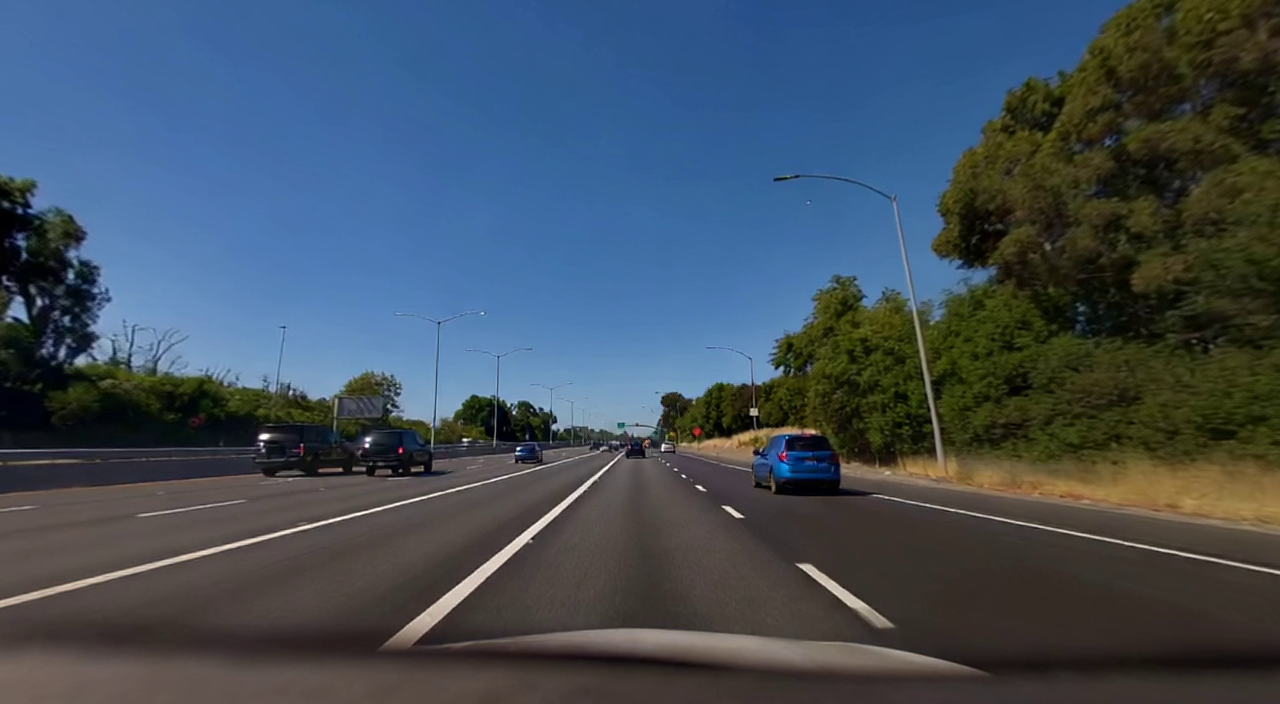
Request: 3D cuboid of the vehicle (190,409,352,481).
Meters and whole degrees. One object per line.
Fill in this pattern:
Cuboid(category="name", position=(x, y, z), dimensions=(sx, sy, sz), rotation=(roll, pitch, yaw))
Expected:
Cuboid(category="vehicle", position=(-14.585, 3.770, 25.565), dimensions=(2.647, 2.508, 6.337), rotation=(0, -8, 1))

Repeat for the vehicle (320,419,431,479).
Cuboid(category="vehicle", position=(-10.837, 4.052, 26.394), dimensions=(2.261, 2.230, 5.435), rotation=(0, -8, 0))

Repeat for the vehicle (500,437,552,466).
Cuboid(category="vehicle", position=(-7.416, 6.517, 41.524), dimensions=(2.503, 1.775, 4.763), rotation=(0, -9, 0))

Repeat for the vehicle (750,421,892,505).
Cuboid(category="vehicle", position=(4.517, 2.872, 16.672), dimensions=(2.184, 1.892, 4.763), rotation=(0, -9, -2))
